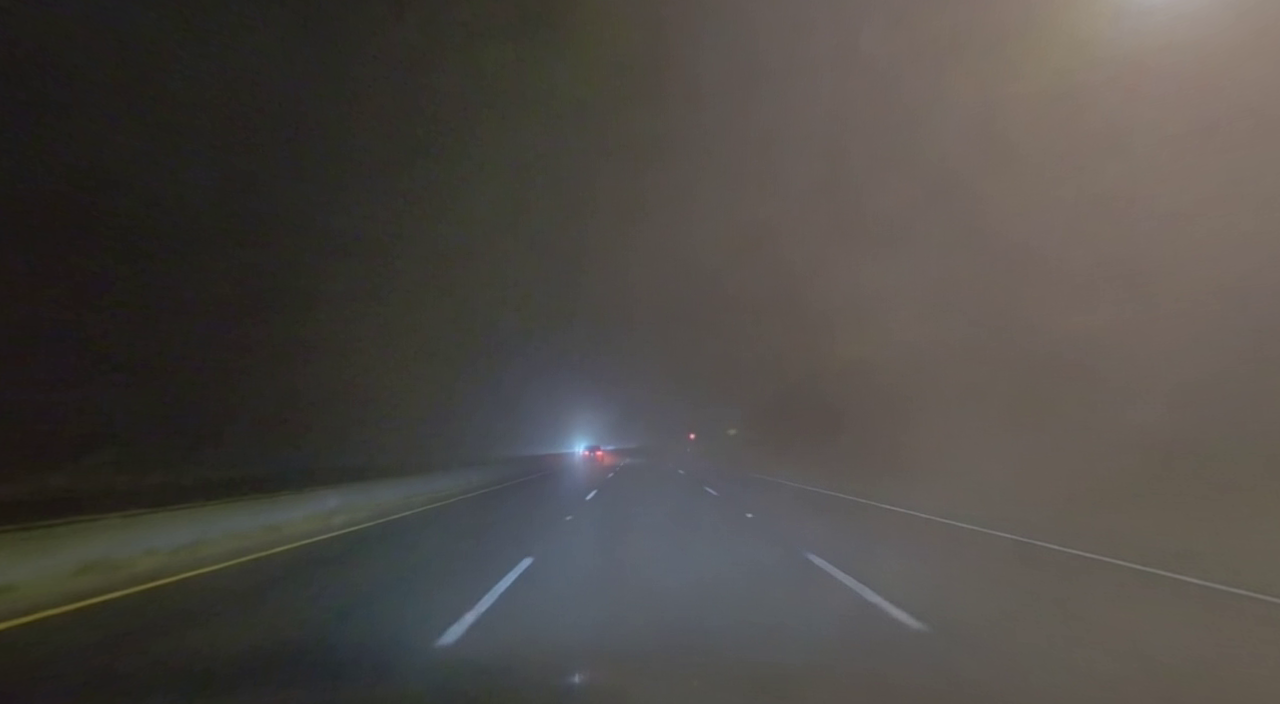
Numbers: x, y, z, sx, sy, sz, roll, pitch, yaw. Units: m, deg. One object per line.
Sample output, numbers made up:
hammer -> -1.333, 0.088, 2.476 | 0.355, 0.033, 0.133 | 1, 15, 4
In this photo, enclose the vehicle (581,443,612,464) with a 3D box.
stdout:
vehicle -> -3.174, 7.530, 46.893 | 1.991, 1.475, 4.302 | 0, -8, 1
